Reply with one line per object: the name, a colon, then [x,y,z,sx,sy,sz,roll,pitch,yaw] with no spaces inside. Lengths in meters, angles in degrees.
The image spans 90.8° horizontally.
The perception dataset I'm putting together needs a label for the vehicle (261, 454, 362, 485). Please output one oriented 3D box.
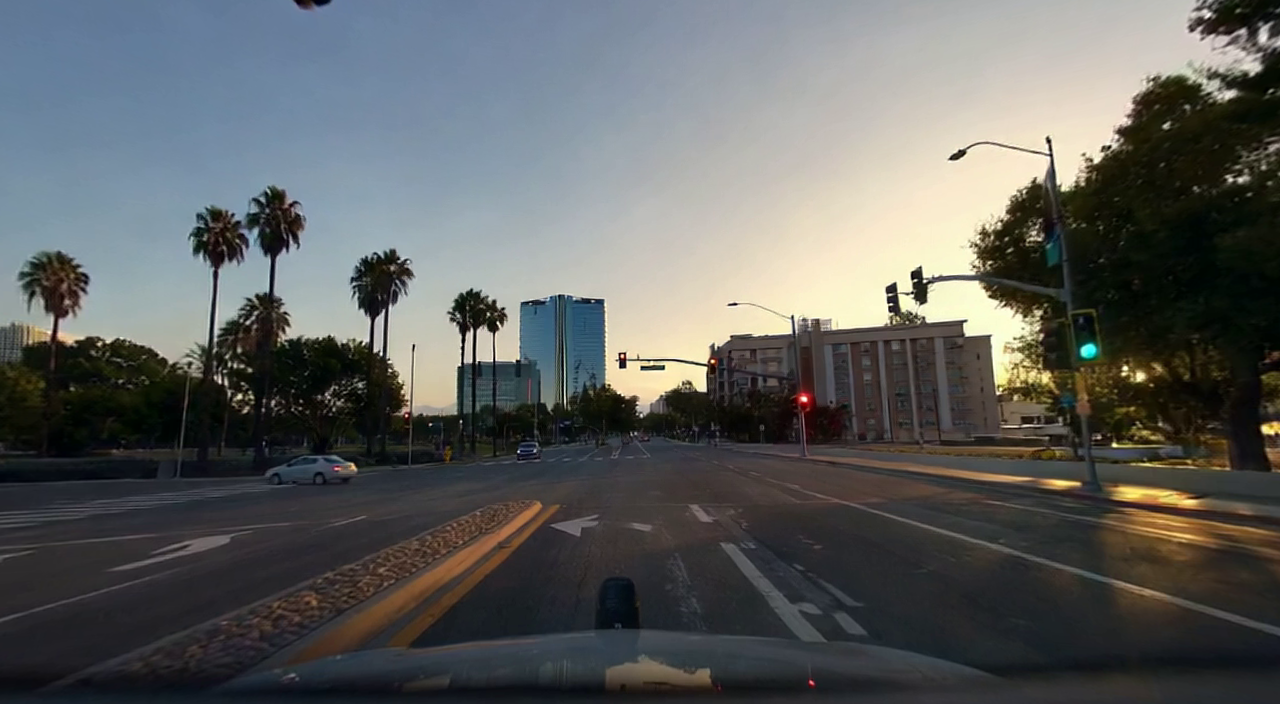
vehicle: [-16.698,5.939,32.174,4.386,1.481,2.037,-3,-9,19]
